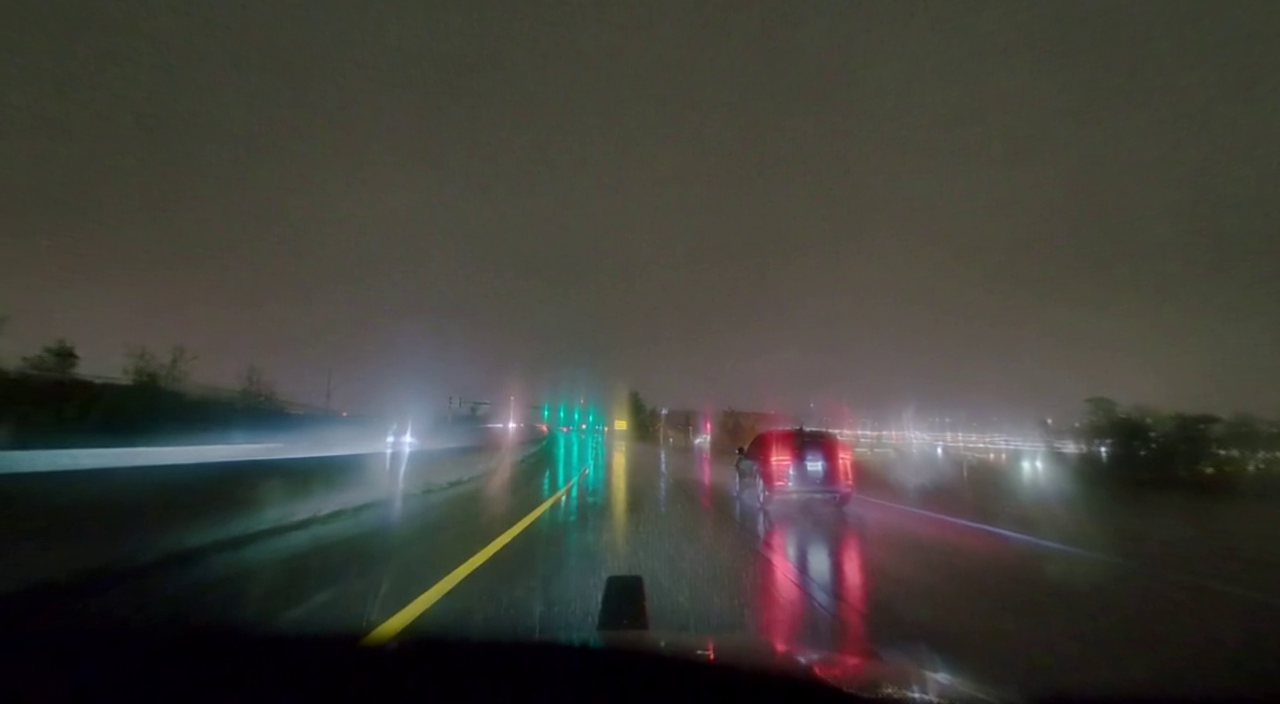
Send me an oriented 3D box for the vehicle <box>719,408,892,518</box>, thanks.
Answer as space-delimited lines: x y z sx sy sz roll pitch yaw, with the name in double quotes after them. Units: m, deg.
2.894 2.065 12.179 2.059 1.715 4.192 0 -8 -2 "vehicle"
